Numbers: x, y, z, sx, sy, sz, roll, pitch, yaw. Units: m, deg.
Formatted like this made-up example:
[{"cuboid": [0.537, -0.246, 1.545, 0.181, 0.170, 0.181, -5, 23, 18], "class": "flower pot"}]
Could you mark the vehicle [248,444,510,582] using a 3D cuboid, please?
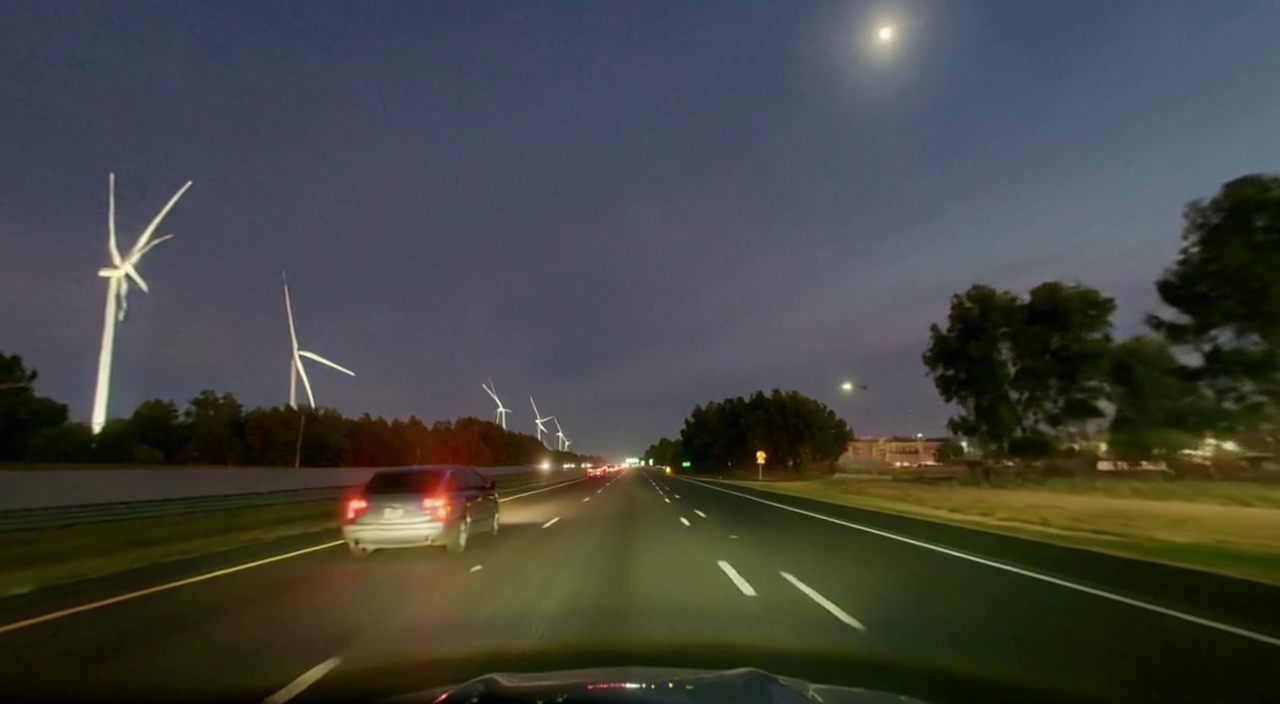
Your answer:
[{"cuboid": [-3.360, 2.187, 9.165, 2.001, 1.486, 4.104, 1, -10, 0], "class": "vehicle"}]
